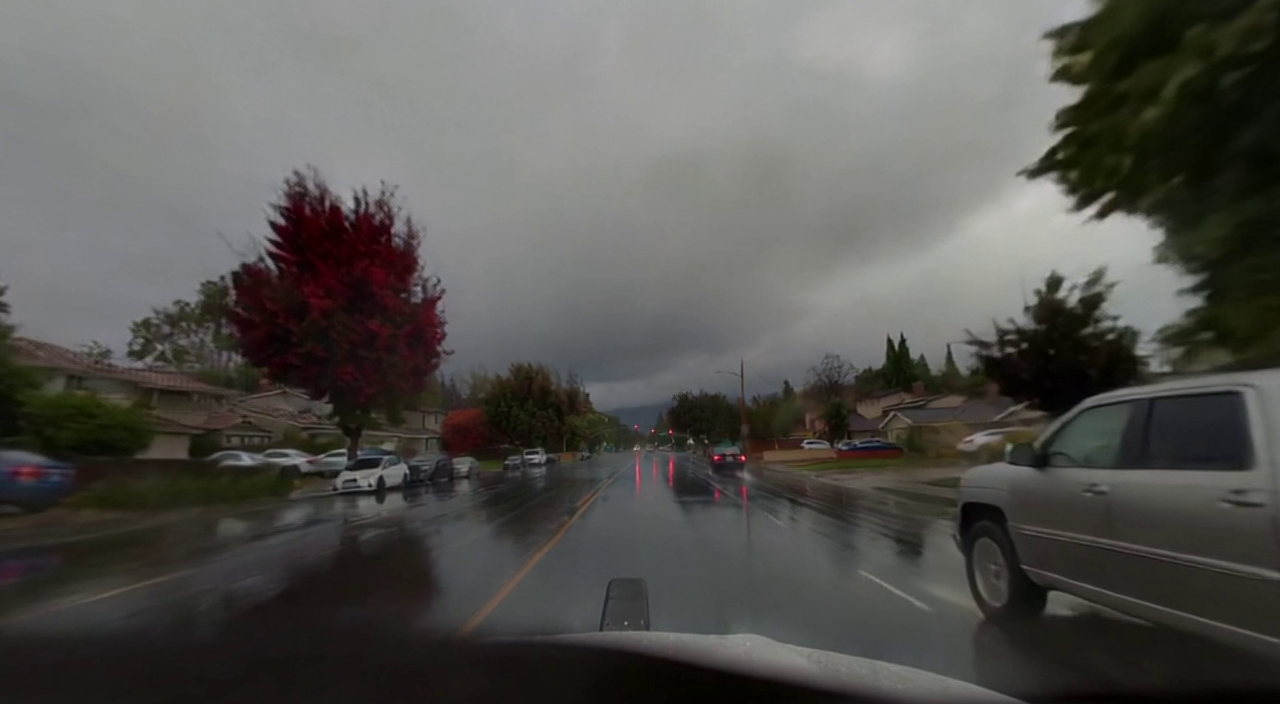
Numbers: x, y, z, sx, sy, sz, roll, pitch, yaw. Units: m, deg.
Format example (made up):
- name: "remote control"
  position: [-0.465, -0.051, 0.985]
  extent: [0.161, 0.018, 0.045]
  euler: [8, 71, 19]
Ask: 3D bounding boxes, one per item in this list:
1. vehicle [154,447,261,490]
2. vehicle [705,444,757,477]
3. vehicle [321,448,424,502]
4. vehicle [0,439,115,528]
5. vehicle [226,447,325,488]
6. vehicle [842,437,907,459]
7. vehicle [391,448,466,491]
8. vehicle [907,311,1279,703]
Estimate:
- name: "vehicle"
  position: [-20.160, 5.421, 29.626]
  extent: [1.918, 1.767, 4.063]
  euler: [-3, -9, 4]
- name: "vehicle"
  position: [4.476, 5.374, 31.556]
  extent: [1.956, 1.492, 4.425]
  euler: [-1, -9, 1]
- name: "vehicle"
  position: [-10.479, 4.788, 25.094]
  extent: [2.083, 1.791, 4.585]
  euler: [-4, -9, 0]
- name: "vehicle"
  position: [-16.652, 3.138, 15.319]
  extent: [5.615, 1.953, 2.359]
  euler: [-1, -9, 1]
- name: "vehicle"
  position: [-17.352, 5.476, 30.293]
  extent: [1.914, 1.792, 4.470]
  euler: [-1, -9, 3]
- name: "vehicle"
  position: [17.935, 7.383, 48.282]
  extent: [4.065, 1.557, 2.107]
  euler: [0, -9, -1]
- name: "vehicle"
  position: [-10.328, 5.733, 31.125]
  extent: [2.231, 1.736, 4.630]
  euler: [-5, -9, -2]
- name: "vehicle"
  position: [4.036, 0.901, 3.586]
  extent: [2.497, 1.889, 5.833]
  euler: [0, -9, 0]
